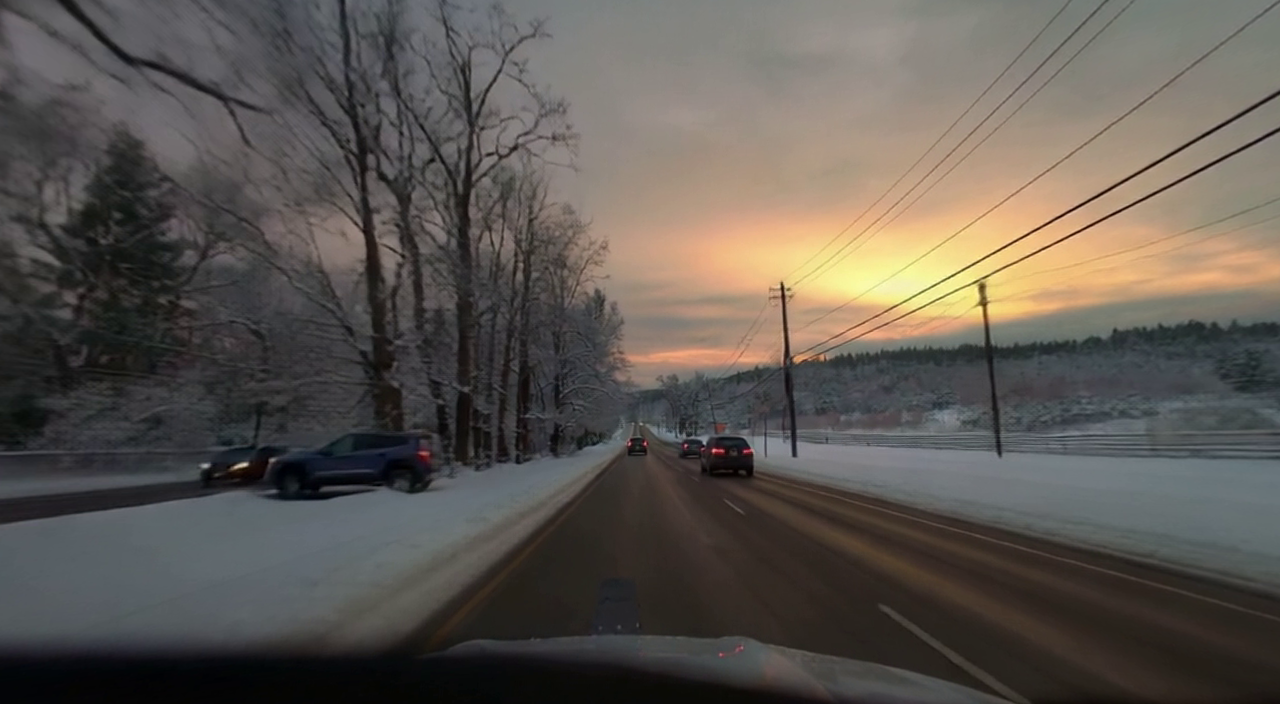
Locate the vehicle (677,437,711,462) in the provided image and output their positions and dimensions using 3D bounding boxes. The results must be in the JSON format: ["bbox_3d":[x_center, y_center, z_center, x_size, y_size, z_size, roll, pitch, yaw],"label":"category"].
[{"bbox_3d":[3.834,7.014,45.482,2.012,1.653,4.115,0,-8,-1],"label":"vehicle"}]

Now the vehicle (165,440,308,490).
[{"bbox_3d":[-17.776,4.975,28.368,2.434,1.965,6.029,0,-8,0],"label":"vehicle"}]

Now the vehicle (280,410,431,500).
[{"bbox_3d":[-8.935,3.250,20.133,3.613,2.628,2.227,0,-9,2],"label":"vehicle"}]

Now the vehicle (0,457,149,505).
[{"bbox_3d":[-21.985,4.960,24.674,2.005,1.567,4.461,0,-8,0],"label":"vehicle"}]

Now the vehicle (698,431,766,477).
[{"bbox_3d":[3.901,4.408,27.603,2.112,1.825,4.574,0,-8,-2],"label":"vehicle"}]
